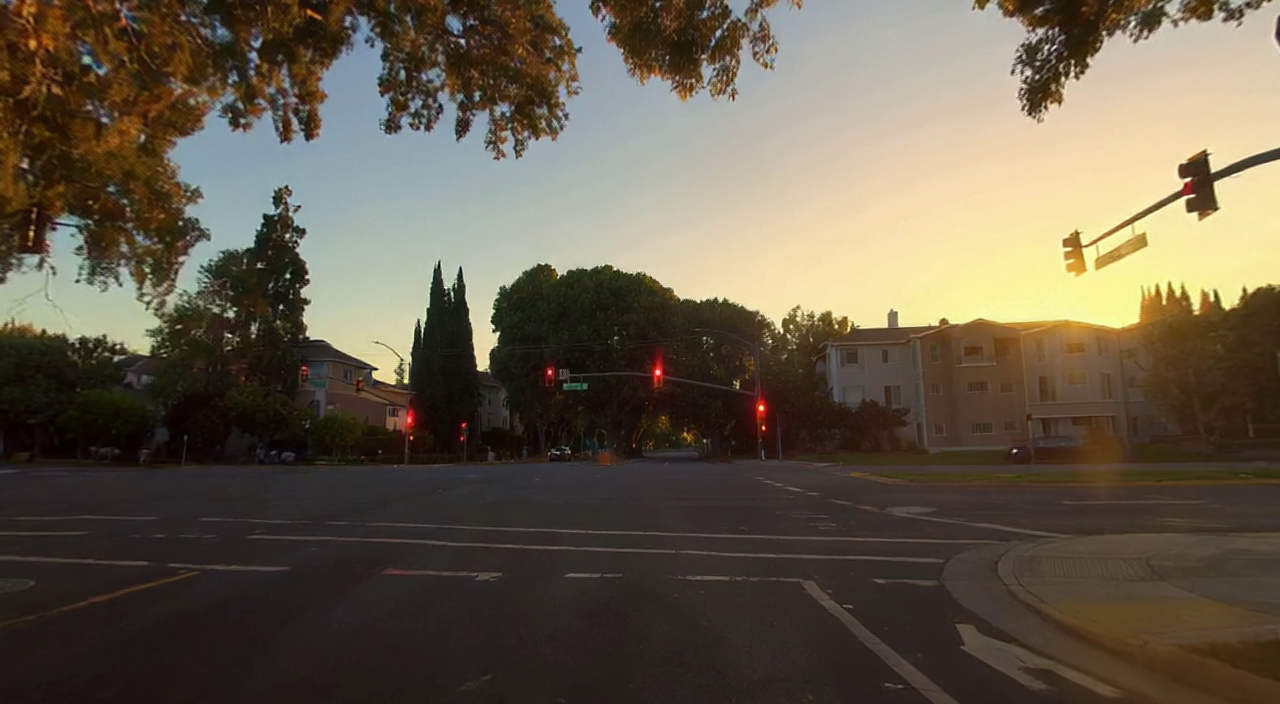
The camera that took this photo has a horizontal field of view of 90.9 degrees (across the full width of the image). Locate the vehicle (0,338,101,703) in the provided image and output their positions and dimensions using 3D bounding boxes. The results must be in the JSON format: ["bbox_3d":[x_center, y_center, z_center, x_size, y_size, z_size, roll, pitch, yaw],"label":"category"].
[{"bbox_3d":[-3.265,0.528,0.407,1.954,1.689,4.347,0,-8,0],"label":"vehicle"}]

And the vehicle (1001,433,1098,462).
[{"bbox_3d":[21.587,5.060,33.394,3.952,1.468,1.768,-4,-9,22],"label":"vehicle"}]
